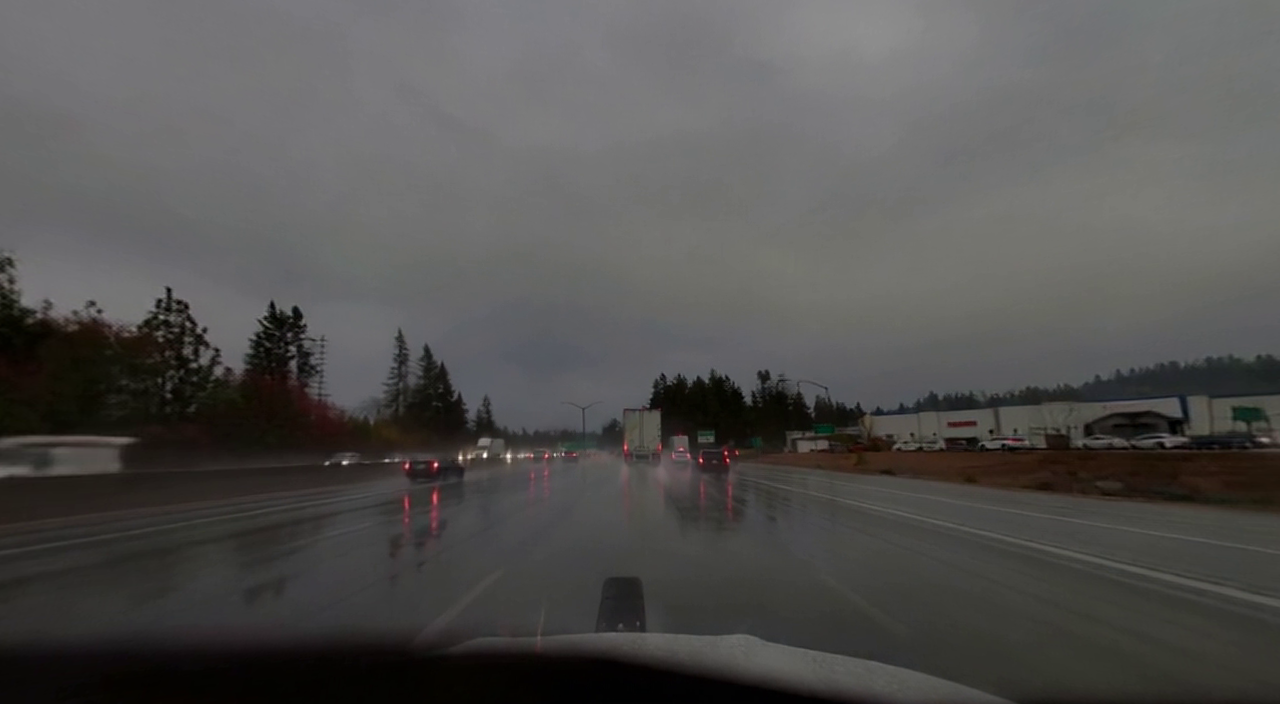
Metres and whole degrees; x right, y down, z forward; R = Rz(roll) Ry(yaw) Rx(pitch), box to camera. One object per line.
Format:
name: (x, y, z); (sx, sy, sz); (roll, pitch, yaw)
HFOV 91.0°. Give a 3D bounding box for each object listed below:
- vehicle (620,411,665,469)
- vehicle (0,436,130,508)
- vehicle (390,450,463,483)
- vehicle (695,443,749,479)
vehicle: (0.342, 6.791, 48.286); (3.012, 3.928, 10.262); (0, -9, 2)
vehicle: (-17.065, 3.247, 17.332); (2.130, 1.783, 4.698); (0, -9, -2)
vehicle: (-10.617, 5.695, 31.644); (2.015, 1.521, 4.550); (0, -9, 1)
vehicle: (4.080, 5.506, 32.022); (2.107, 1.707, 4.445); (0, -9, 0)
